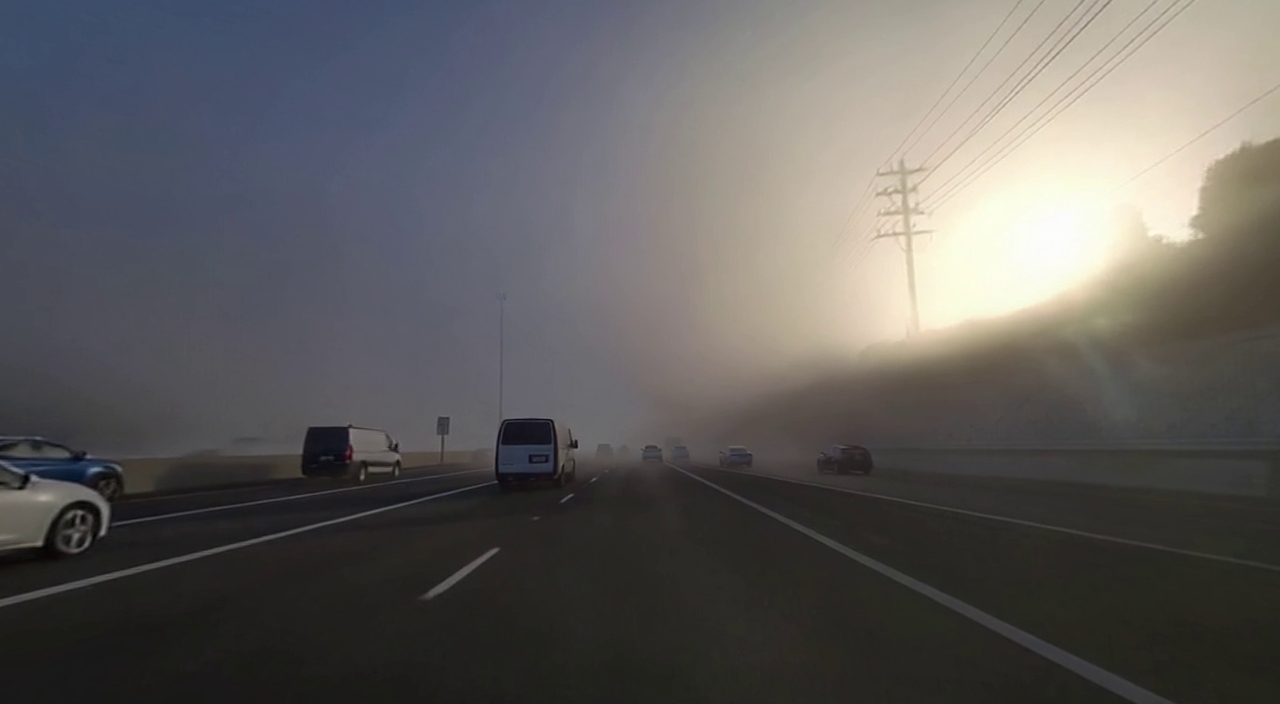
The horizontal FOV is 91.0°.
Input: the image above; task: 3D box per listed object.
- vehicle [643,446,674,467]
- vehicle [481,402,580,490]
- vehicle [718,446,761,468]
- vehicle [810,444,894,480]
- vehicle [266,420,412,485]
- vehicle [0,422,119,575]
[{"bbox_3d":[1.311,7.668,46.340,2.084,1.492,4.137,0,-9,-1],"label":"vehicle"},{"bbox_3d":[-3.650,3.335,22.334,2.395,2.660,5.827,0,-9,1],"label":"vehicle"},{"bbox_3d":[7.180,7.637,45.873,2.095,1.504,4.536,0,-9,-4],"label":"vehicle"},{"bbox_3d":[9.370,4.904,28.279,2.052,1.470,4.364,0,-9,-3],"label":"vehicle"},{"bbox_3d":[-11.326,3.869,24.507,2.596,2.162,6.328,0,-9,-1],"label":"vehicle"},{"bbox_3d":[-7.444,1.351,5.496,1.967,1.525,4.458,0,-9,0],"label":"vehicle"}]
